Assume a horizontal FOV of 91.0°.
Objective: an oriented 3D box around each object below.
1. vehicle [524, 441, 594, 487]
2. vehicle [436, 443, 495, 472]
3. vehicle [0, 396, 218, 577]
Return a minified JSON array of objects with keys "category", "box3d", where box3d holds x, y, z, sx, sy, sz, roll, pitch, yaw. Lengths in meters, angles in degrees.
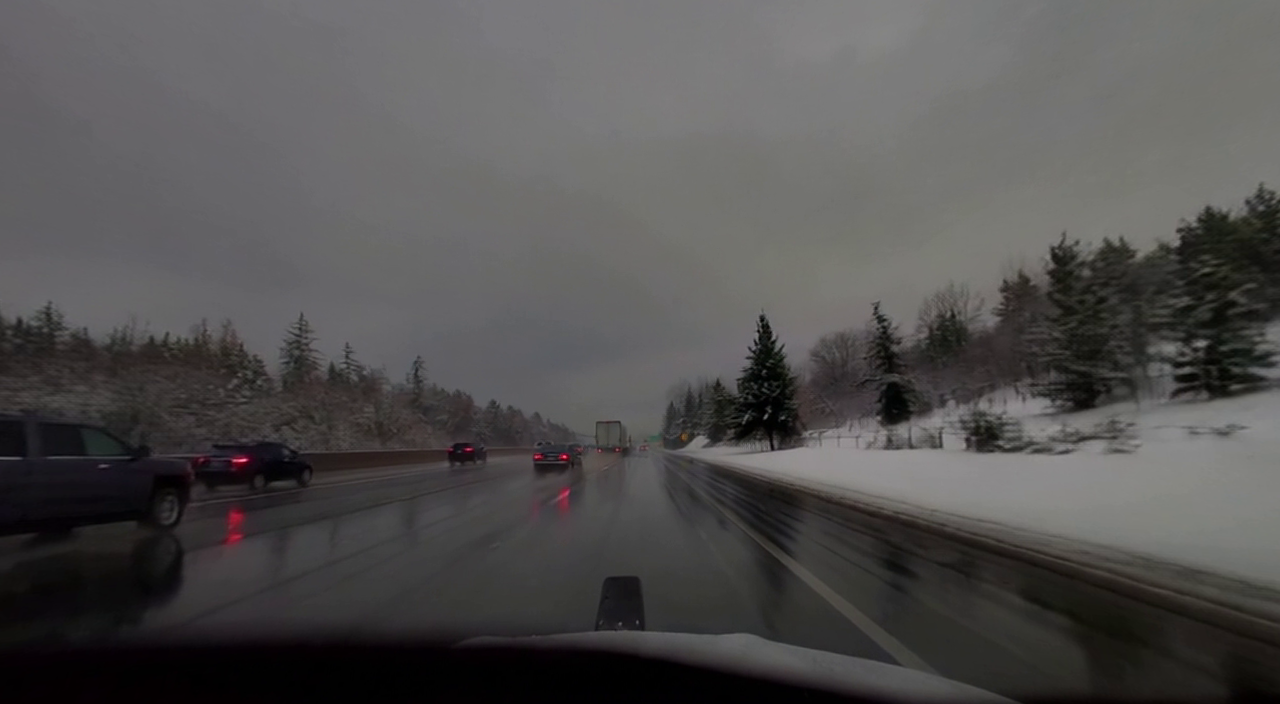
[{"category":"vehicle","box3d":[-2.890,4.105,23.402,1.931,1.528,4.126,0,-9,2]},{"category":"vehicle","box3d":[-9.825,5.968,35.770,2.036,1.506,4.358,0,-9,1]},{"category":"vehicle","box3d":[-7.395,1.369,6.499,2.115,1.778,5.572,0,-9,1]}]
